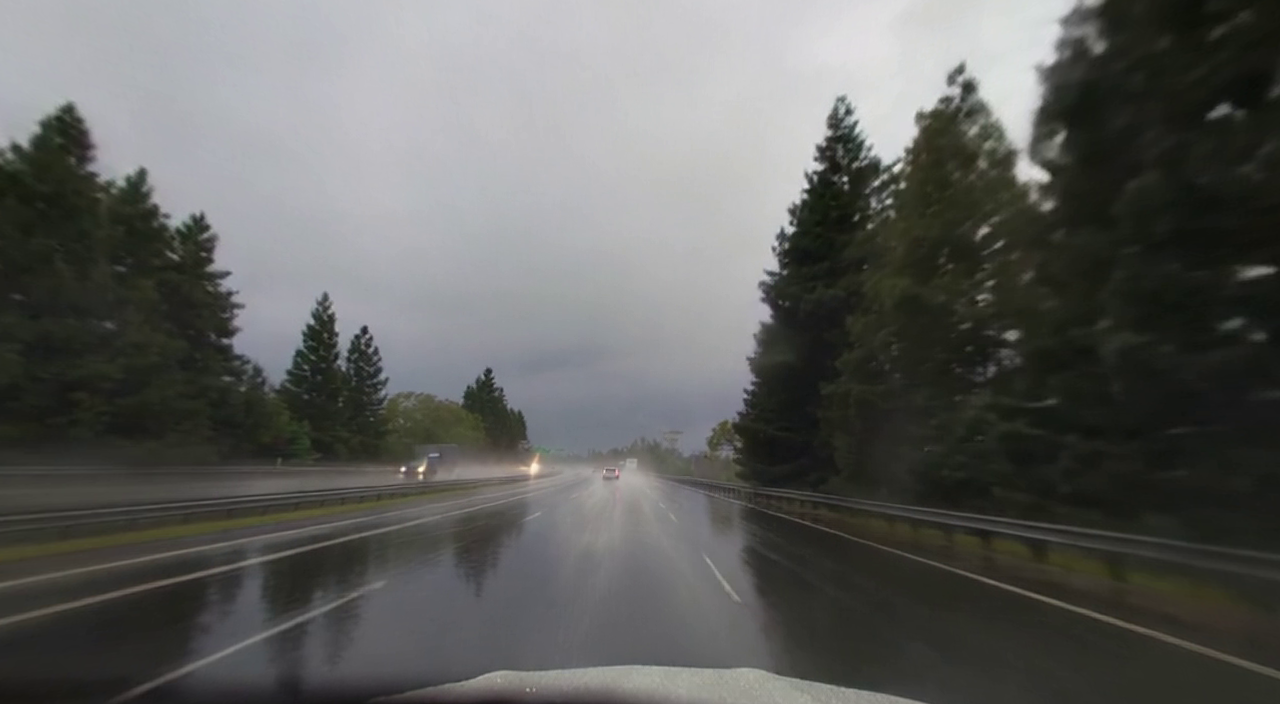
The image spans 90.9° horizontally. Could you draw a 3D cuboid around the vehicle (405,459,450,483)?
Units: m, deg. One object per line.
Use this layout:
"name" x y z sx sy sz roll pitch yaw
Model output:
"vehicle" -14.767 8.321 44.003 1.805 1.522 3.979 1 -11 -1
